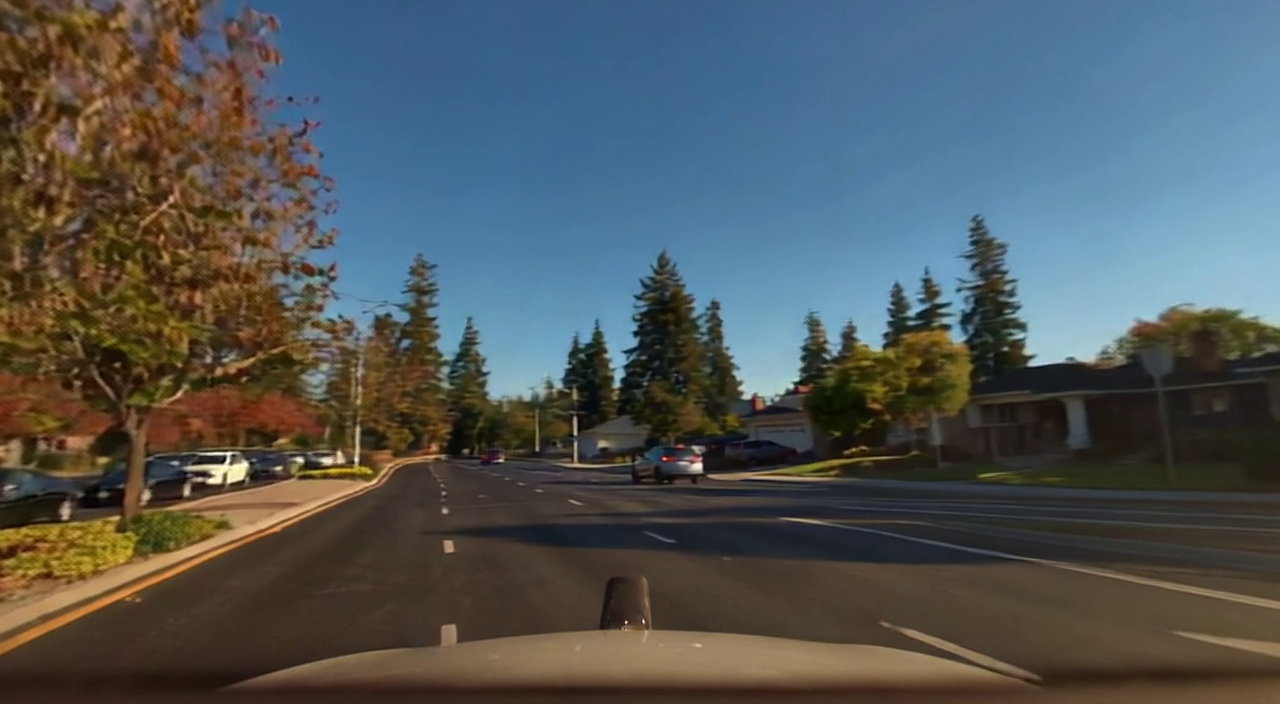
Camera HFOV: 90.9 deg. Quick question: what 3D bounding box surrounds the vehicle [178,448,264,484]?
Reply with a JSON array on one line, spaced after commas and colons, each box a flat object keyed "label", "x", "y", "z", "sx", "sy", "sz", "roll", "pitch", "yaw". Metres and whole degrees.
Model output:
[{"label": "vehicle", "x": -19.641, "y": 5.335, "z": 29.816, "sx": 2.057, "sy": 1.537, "sz": 4.410, "roll": 3, "pitch": -9, "yaw": -16}]

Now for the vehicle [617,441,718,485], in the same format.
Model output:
[{"label": "vehicle", "x": 1.122, "y": 4.964, "z": 28.577, "sx": 2.102, "sy": 1.798, "sz": 4.995, "roll": 5, "pitch": -10, "yaw": -31}]

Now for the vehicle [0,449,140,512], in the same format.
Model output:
[{"label": "vehicle", "x": -15.713, "y": 3.326, "z": 16.860, "sx": 2.043, "sy": 1.431, "sz": 4.659, "roll": 3, "pitch": -9, "yaw": -18}]
